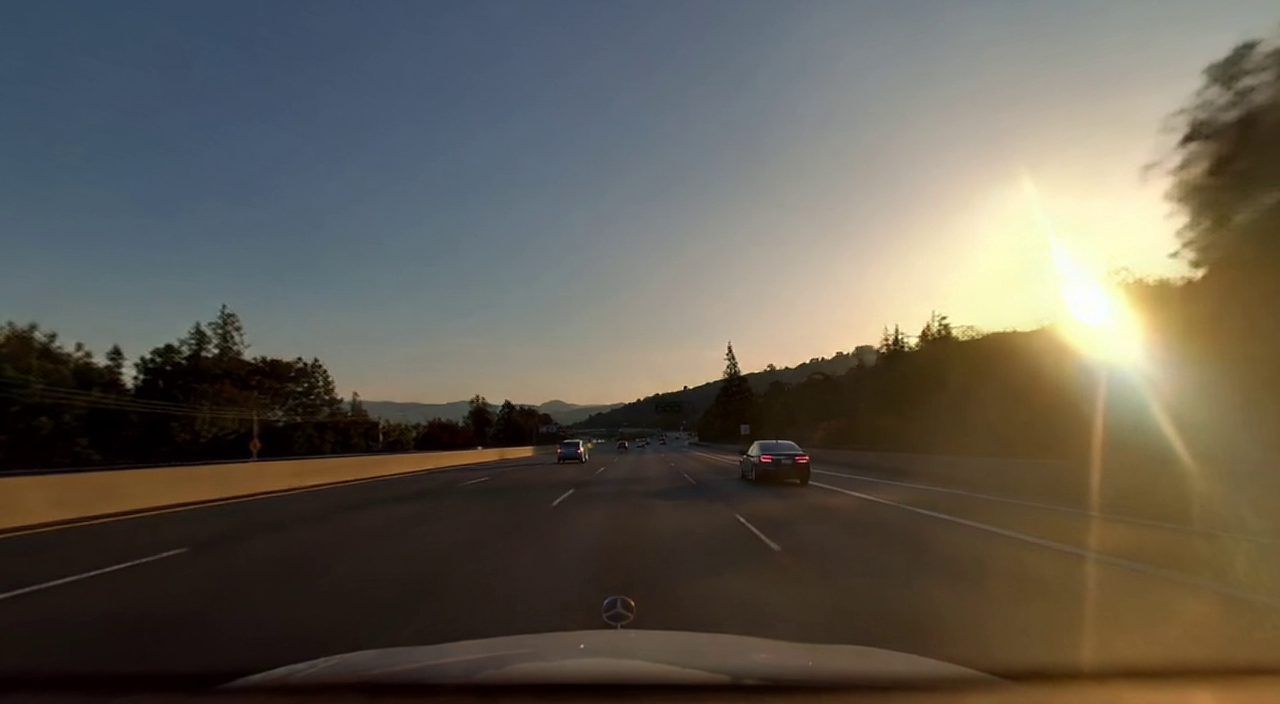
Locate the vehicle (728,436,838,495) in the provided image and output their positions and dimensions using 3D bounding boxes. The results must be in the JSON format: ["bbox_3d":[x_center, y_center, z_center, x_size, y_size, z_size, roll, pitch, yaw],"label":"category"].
[{"bbox_3d":[3.970,3.236,18.368,2.060,1.485,4.274,0,-8,-2],"label":"vehicle"}]

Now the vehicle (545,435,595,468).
[{"bbox_3d":[-3.673,5.329,33.850,2.048,1.618,4.424,0,-8,1],"label":"vehicle"}]
